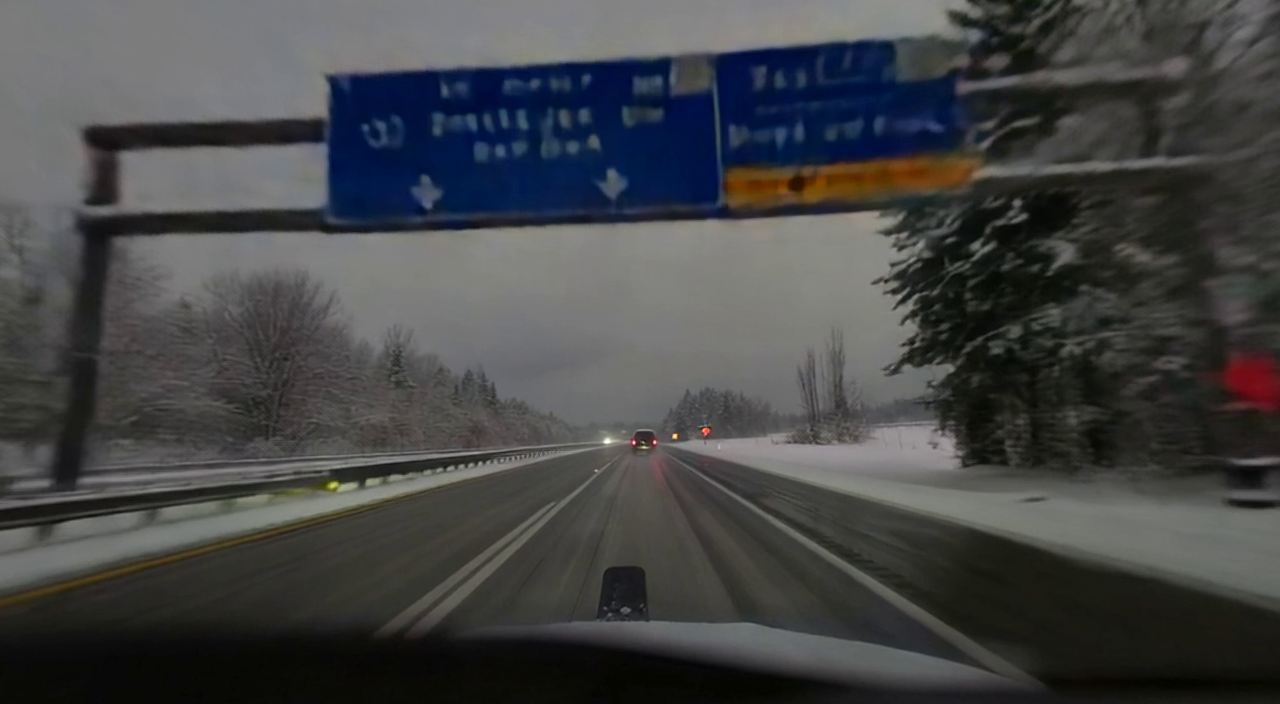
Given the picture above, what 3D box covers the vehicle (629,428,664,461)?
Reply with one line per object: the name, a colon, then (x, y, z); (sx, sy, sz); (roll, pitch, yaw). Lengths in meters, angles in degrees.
vehicle: (0.434, 6.513, 44.299); (2.277, 2.109, 4.922); (0, -8, 0)
